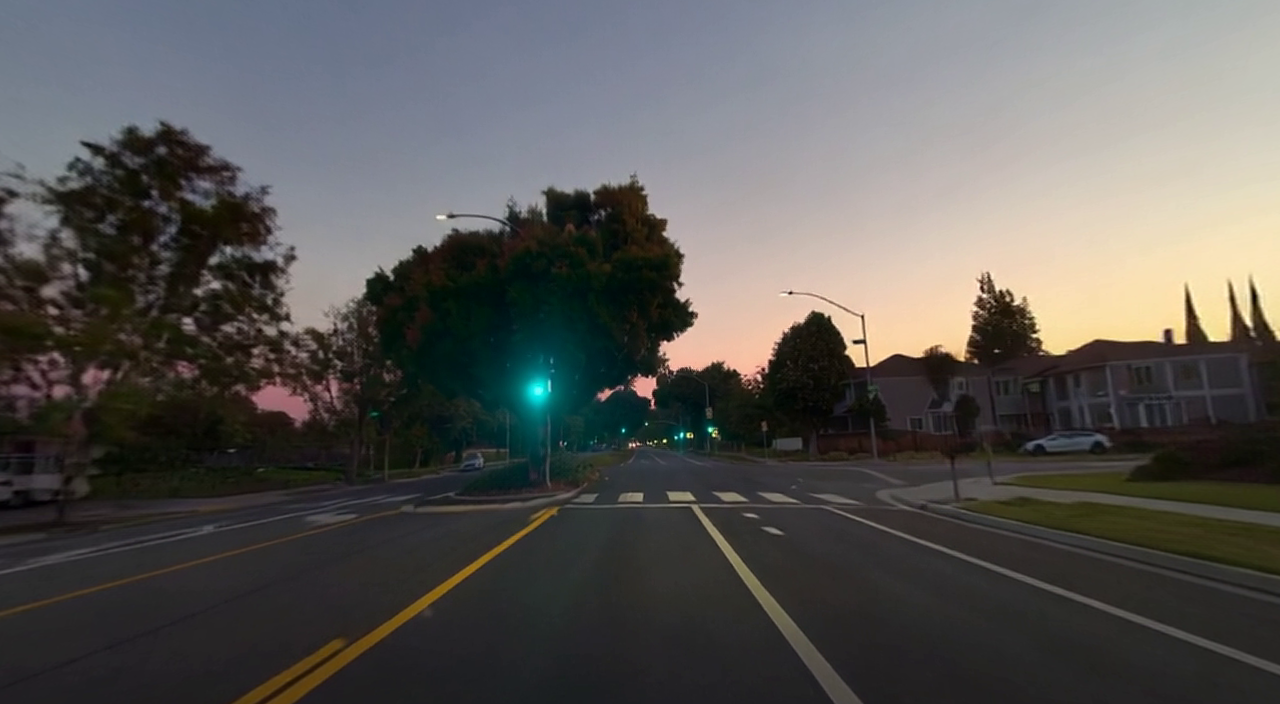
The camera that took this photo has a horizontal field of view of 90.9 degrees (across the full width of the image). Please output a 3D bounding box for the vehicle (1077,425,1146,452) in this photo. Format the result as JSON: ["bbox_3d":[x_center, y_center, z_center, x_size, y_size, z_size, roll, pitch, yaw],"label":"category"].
[{"bbox_3d":[31.250,5.772,41.909,1.928,1.622,3.895,-2,-9,7],"label":"vehicle"}]

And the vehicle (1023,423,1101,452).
[{"bbox_3d":[28.641,5.886,42.959,2.041,1.826,4.925,-1,-9,3],"label":"vehicle"}]
